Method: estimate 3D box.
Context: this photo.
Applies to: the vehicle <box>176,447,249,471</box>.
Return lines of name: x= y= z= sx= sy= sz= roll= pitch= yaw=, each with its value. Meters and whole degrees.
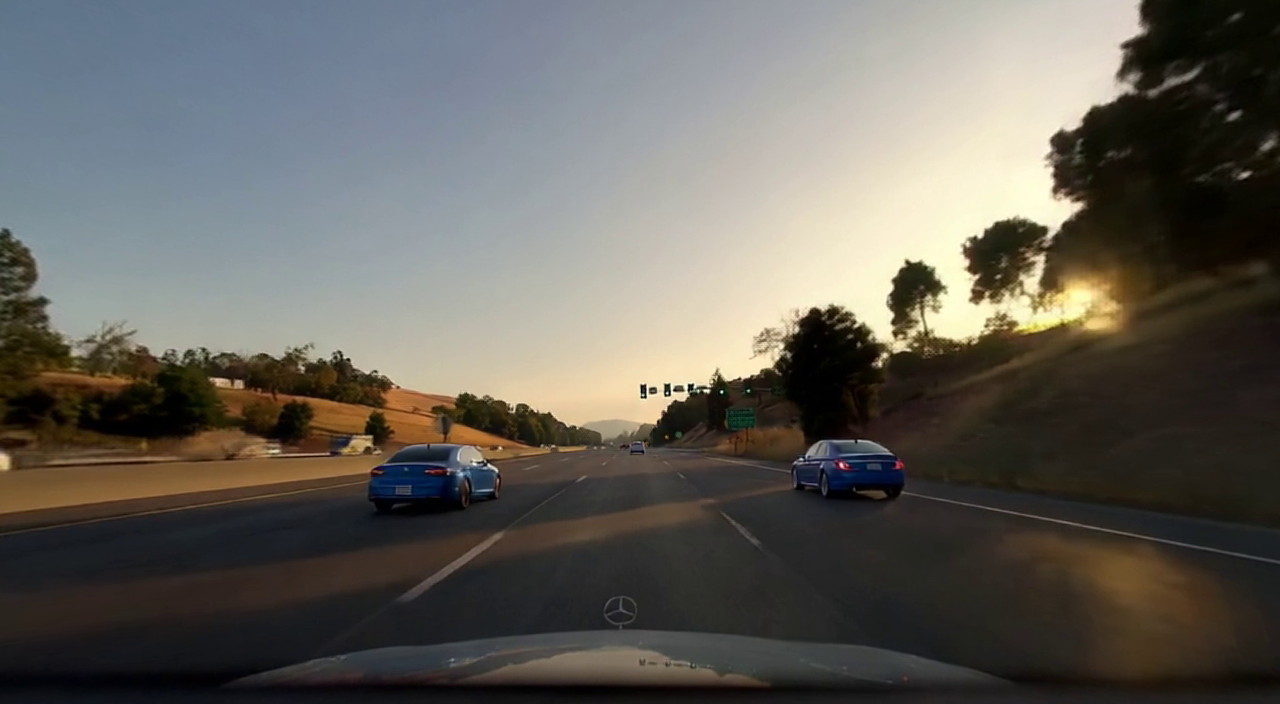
vehicle: x=-28.868 y=7.224 z=42.687 sx=1.801 sy=1.487 sz=4.459 roll=0 pitch=-9 yaw=0

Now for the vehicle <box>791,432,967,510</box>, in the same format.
vehicle: x=5.208 y=2.667 z=14.594 sx=2.049 sy=1.481 sz=4.774 roll=0 pitch=-9 yaw=-2

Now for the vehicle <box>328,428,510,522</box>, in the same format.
vehicle: x=-4.093 y=2.355 z=12.610 sx=1.987 sy=1.516 sz=4.478 roll=0 pitch=-9 yaw=1

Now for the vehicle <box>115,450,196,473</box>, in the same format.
vehicle: x=-32.842 y=7.429 z=42.851 sx=1.793 sy=1.440 sz=4.727 roll=0 pitch=-9 yaw=0
